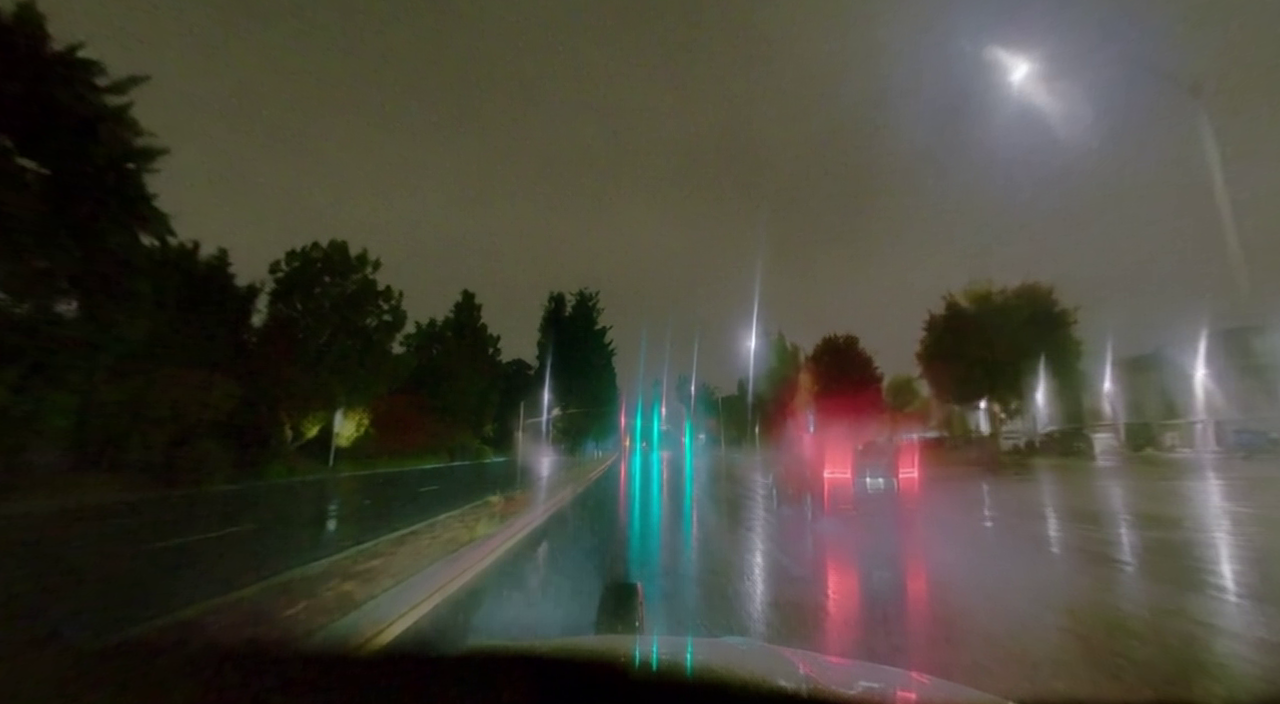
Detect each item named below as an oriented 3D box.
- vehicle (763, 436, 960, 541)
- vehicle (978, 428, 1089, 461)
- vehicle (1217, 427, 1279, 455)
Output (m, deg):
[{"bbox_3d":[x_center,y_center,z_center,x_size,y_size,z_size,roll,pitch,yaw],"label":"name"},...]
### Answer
[{"bbox_3d":[3.525,2.236,10.985,1.852,1.453,4.083,0,-9,-1],"label":"vehicle"},{"bbox_3d":[25.485,6.002,41.055,5.672,1.841,2.092,-2,-7,0],"label":"vehicle"},{"bbox_3d":[41.524,5.911,41.981,4.176,1.781,2.144,0,-9,-1],"label":"vehicle"}]
